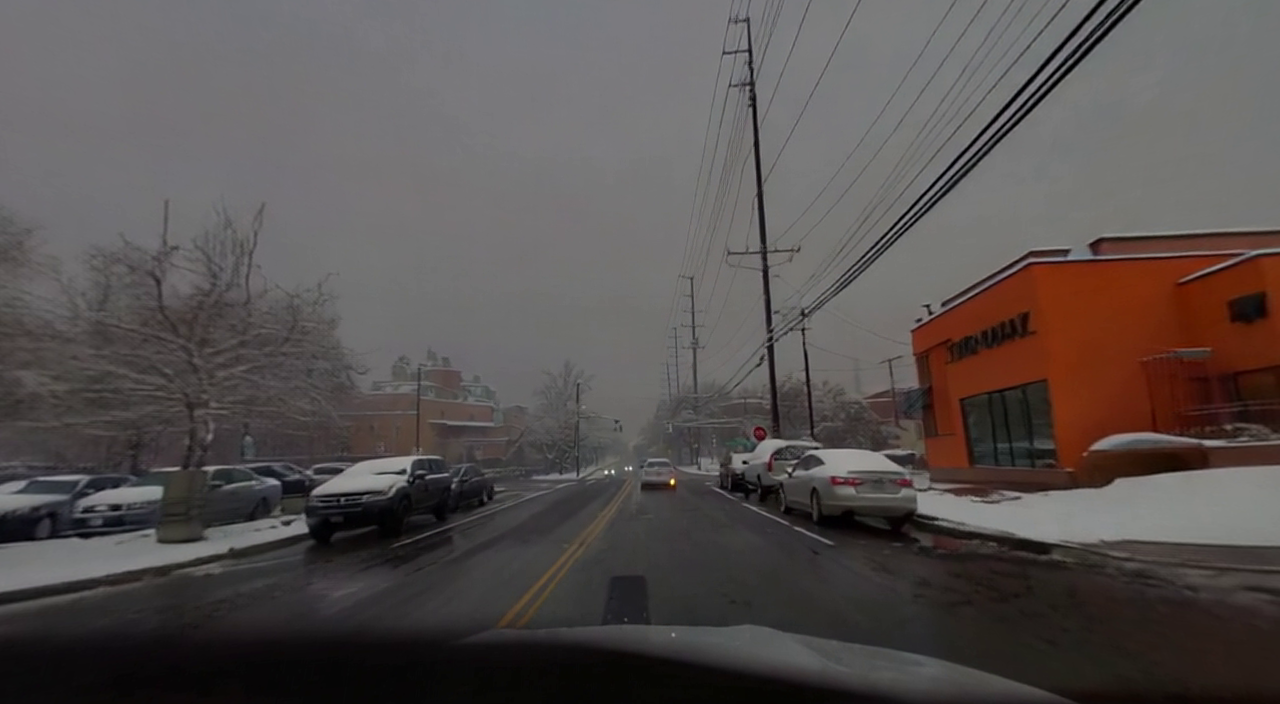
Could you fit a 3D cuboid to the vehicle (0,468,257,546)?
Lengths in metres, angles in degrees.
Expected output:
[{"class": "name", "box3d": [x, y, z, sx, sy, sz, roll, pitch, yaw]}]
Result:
[{"class": "vehicle", "box3d": [-11.673, 3.375, 14.003, 4.968, 1.493, 1.961, 0, -8, -2]}]

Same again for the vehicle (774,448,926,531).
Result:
[{"class": "vehicle", "box3d": [4.270, 2.827, 13.647, 1.840, 1.452, 4.517, 0, -8, 2]}]

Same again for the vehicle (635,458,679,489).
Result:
[{"class": "vehicle", "box3d": [1.038, 6.709, 35.143, 2.033, 1.464, 4.645, -1, -9, 7]}]

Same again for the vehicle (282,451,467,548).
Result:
[{"class": "vehicle", "box3d": [-5.756, 3.206, 14.593, 2.146, 1.775, 5.117, 0, -8, -1]}]
